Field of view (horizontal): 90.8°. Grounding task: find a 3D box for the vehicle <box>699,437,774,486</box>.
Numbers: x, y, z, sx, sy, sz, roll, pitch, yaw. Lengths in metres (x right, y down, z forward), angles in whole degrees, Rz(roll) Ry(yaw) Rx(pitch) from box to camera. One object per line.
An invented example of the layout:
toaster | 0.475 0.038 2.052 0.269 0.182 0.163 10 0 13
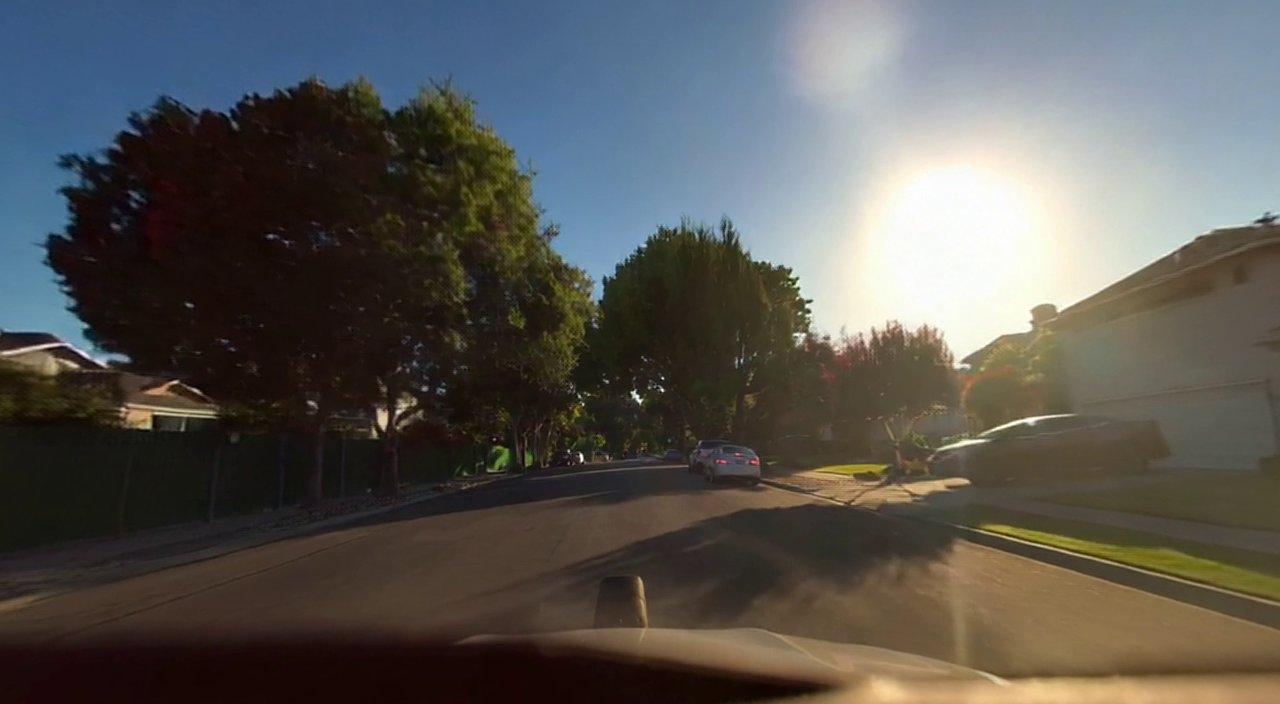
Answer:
vehicle | 3.578 4.173 24.449 2.122 1.673 4.876 0 -9 0

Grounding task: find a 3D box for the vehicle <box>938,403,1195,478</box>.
vehicle | 10.879 2.307 16.468 5.046 1.800 2.201 0 -8 0
